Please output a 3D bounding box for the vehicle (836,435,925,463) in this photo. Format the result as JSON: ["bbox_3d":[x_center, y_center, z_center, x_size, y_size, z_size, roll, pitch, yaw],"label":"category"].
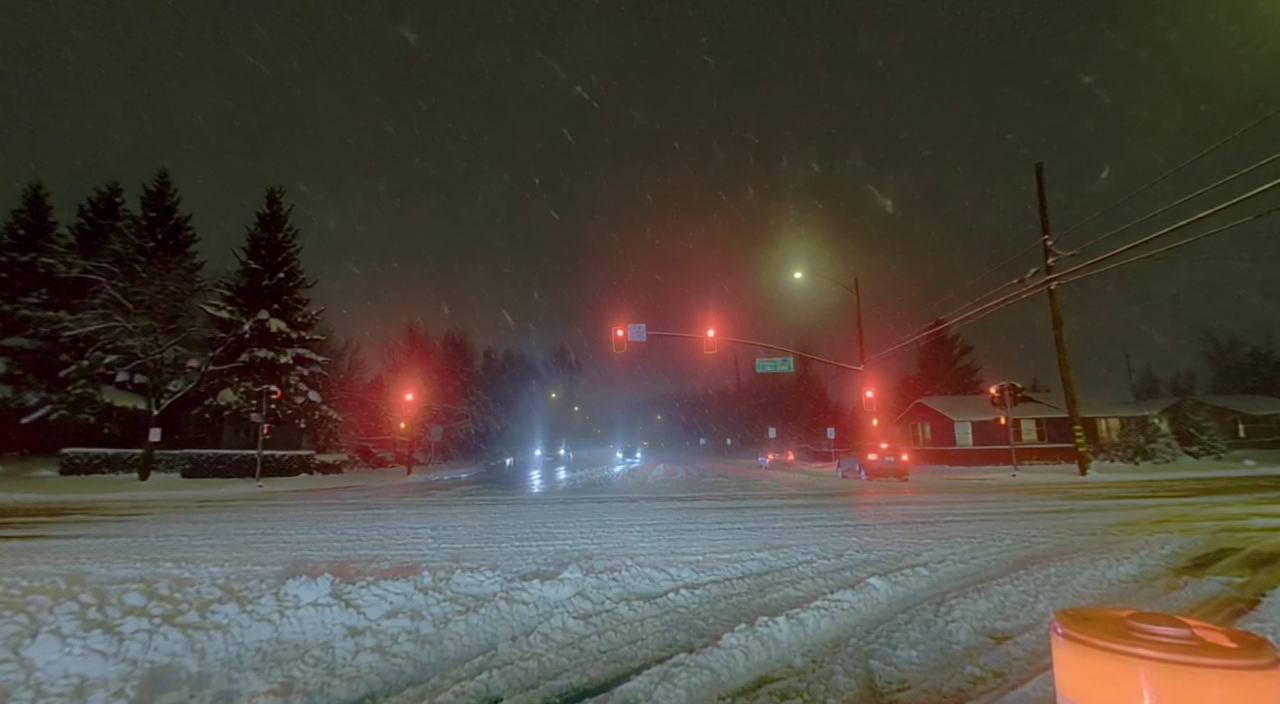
[{"bbox_3d":[15.304,6.188,40.349,4.892,1.656,1.856,0,-8,0],"label":"vehicle"}]

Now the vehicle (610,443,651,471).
[{"bbox_3d":[-0.518,5.766,34.967,2.105,1.457,4.173,0,-8,-1],"label":"vehicle"}]

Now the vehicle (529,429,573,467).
[{"bbox_3d":[-6.885,7.555,49.721,2.625,2.726,6.138,0,-8,-1],"label":"vehicle"}]

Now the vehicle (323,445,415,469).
[{"bbox_3d":[-16.473,6.375,38.572,4.713,1.409,1.918,0,-8,-2],"label":"vehicle"}]

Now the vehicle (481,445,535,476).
[{"bbox_3d":[-6.672,5.529,32.388,1.881,1.452,4.121,0,-8,0],"label":"vehicle"}]
